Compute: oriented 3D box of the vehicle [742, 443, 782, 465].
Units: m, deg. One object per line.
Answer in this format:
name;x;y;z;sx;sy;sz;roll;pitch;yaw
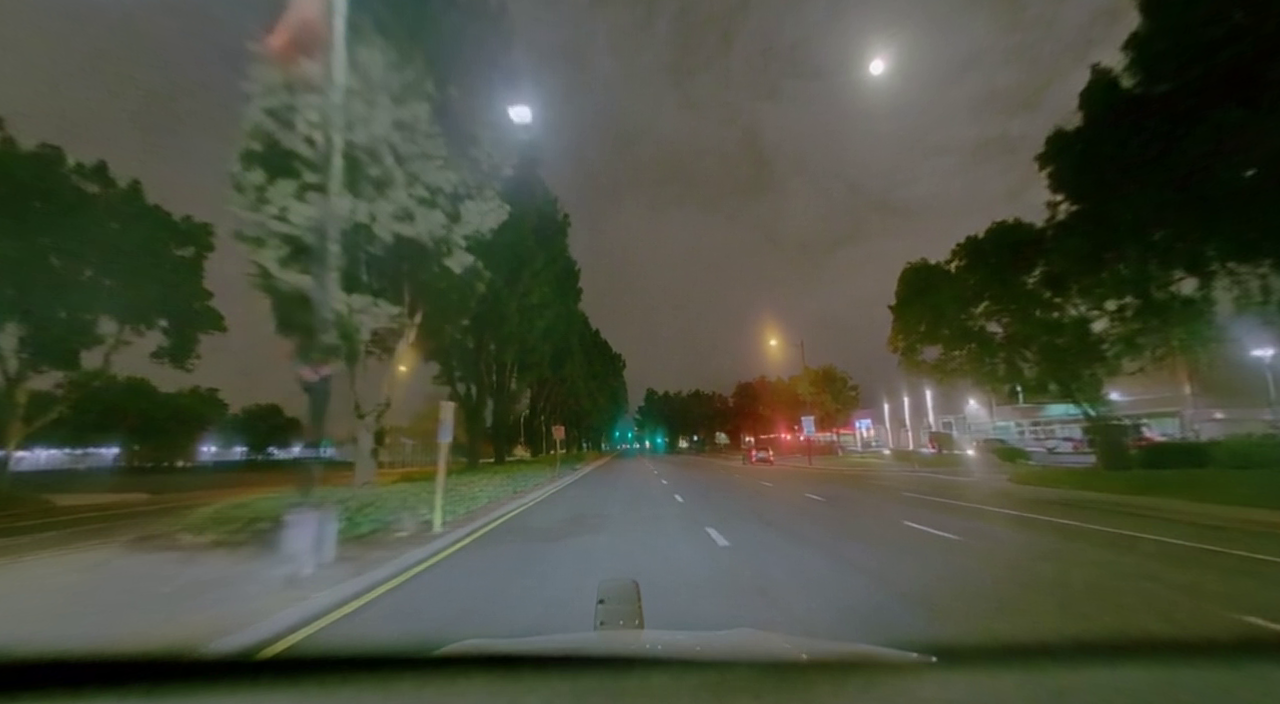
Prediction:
vehicle;9.313;7.863;48.589;1.981;1.557;4.456;0;-9;-3
